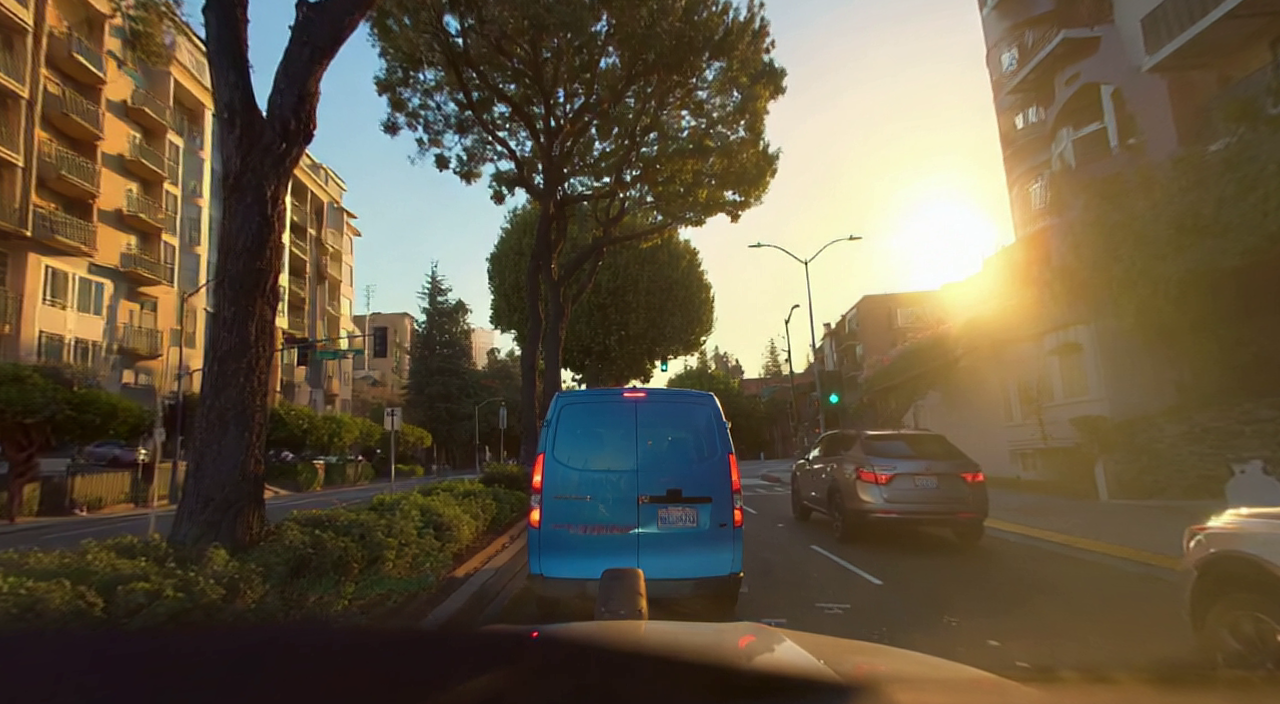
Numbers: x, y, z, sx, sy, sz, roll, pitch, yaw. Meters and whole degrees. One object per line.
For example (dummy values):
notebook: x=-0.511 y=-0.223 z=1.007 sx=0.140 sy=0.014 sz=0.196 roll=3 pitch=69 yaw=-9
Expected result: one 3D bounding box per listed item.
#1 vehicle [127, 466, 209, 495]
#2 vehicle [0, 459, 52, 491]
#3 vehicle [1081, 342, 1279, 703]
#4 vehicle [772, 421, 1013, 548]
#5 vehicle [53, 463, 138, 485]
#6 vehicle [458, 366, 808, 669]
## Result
vehicle: x=-33.262 y=9.067 z=44.514 sx=4.292 sy=1.492 sz=1.772 roll=-6 pitch=-14 yaw=-1
vehicle: x=-35.544 y=6.837 z=35.154 sx=3.843 sy=1.680 sz=1.782 roll=-1 pitch=-9 yaw=5
vehicle: x=3.809 y=0.696 z=1.765 sx=2.157 sy=1.748 sz=4.130 roll=0 pitch=-9 yaw=1
vehicle: x=3.908 y=2.137 z=10.910 sx=2.061 sy=1.676 sz=4.734 roll=0 pitch=-9 yaw=-2
vehicle: x=-38.469 y=8.630 z=44.628 sx=4.396 sy=1.458 sz=1.809 roll=-1 pitch=-9 yaw=2
vehicle: x=-0.040 y=1.318 z=6.037 sx=2.101 sy=1.828 sz=4.270 roll=0 pitch=-9 yaw=0
